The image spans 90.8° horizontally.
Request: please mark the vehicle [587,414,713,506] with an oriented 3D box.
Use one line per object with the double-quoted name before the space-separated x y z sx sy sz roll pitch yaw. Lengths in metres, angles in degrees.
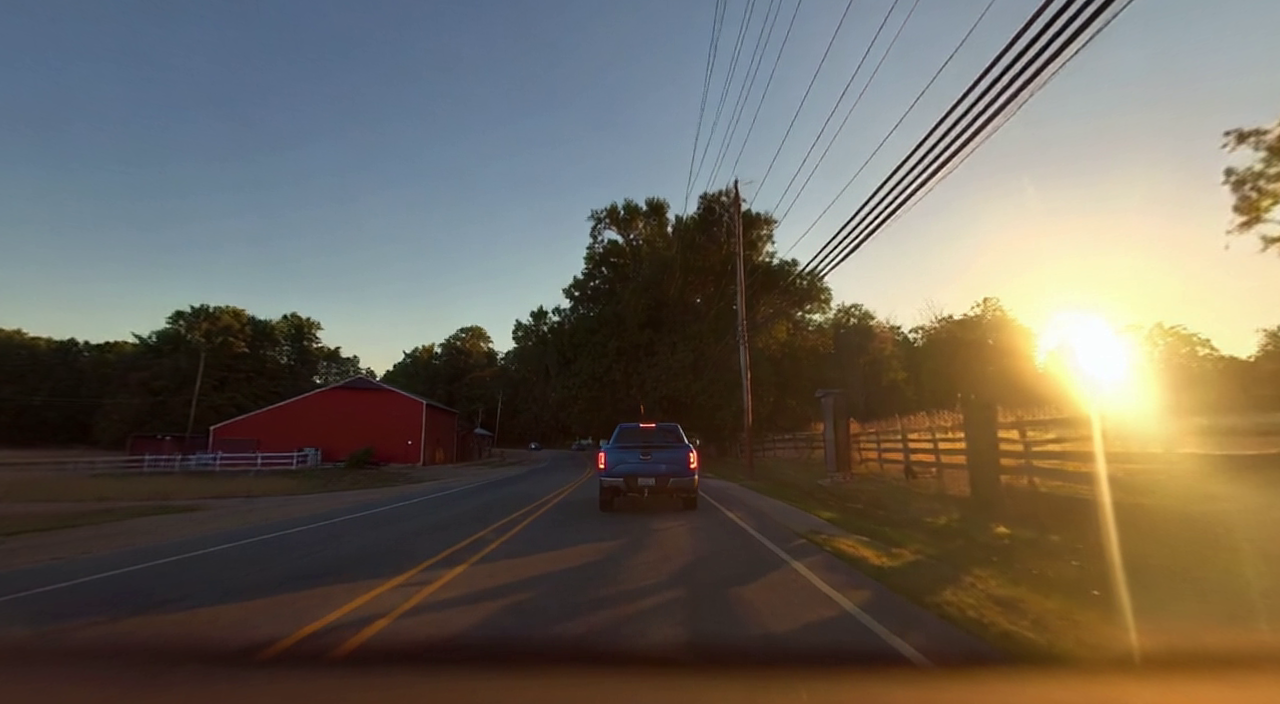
"vehicle" 0.103 2.789 16.793 2.693 1.941 6.356 0 -8 -2
